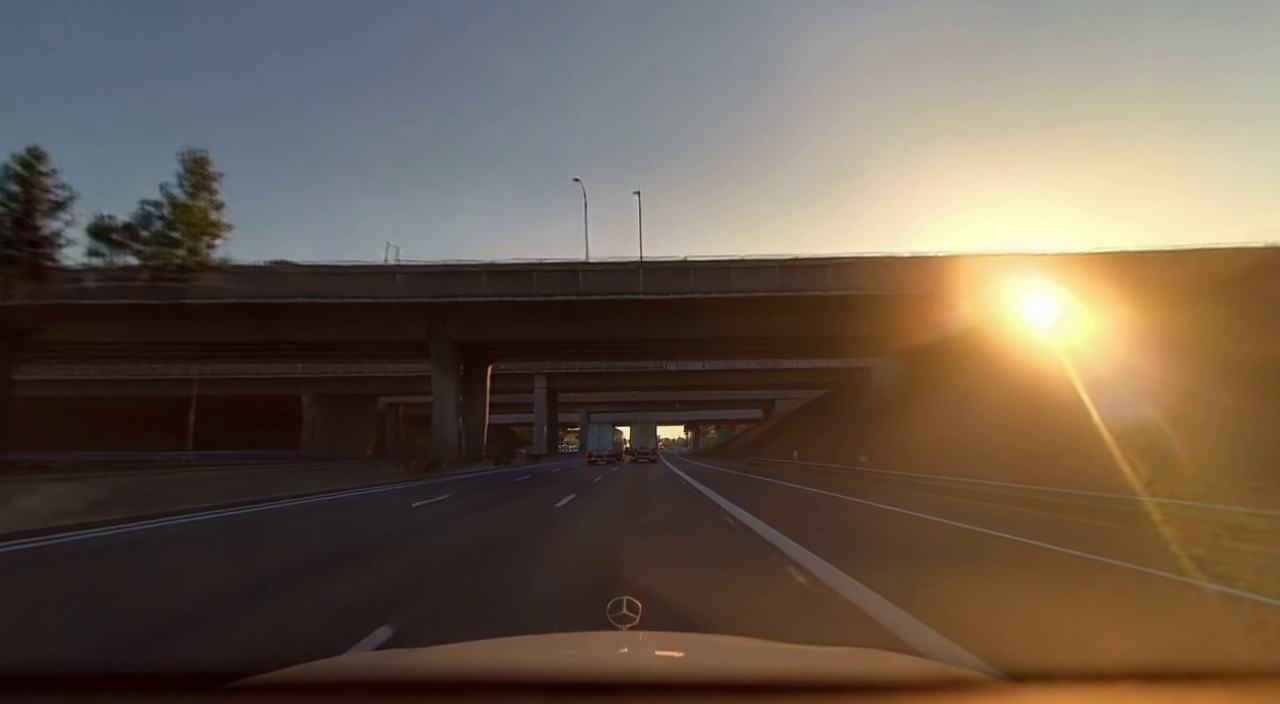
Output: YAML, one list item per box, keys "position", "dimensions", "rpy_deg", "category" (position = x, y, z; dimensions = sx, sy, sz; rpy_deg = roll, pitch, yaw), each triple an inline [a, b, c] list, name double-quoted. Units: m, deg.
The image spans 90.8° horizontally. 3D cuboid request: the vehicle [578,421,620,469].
- position: [-2.950, 7.044, 47.470]
  dimensions: [2.696, 3.266, 7.062]
  rpy_deg: [0, -9, 0]
  category: "vehicle"
